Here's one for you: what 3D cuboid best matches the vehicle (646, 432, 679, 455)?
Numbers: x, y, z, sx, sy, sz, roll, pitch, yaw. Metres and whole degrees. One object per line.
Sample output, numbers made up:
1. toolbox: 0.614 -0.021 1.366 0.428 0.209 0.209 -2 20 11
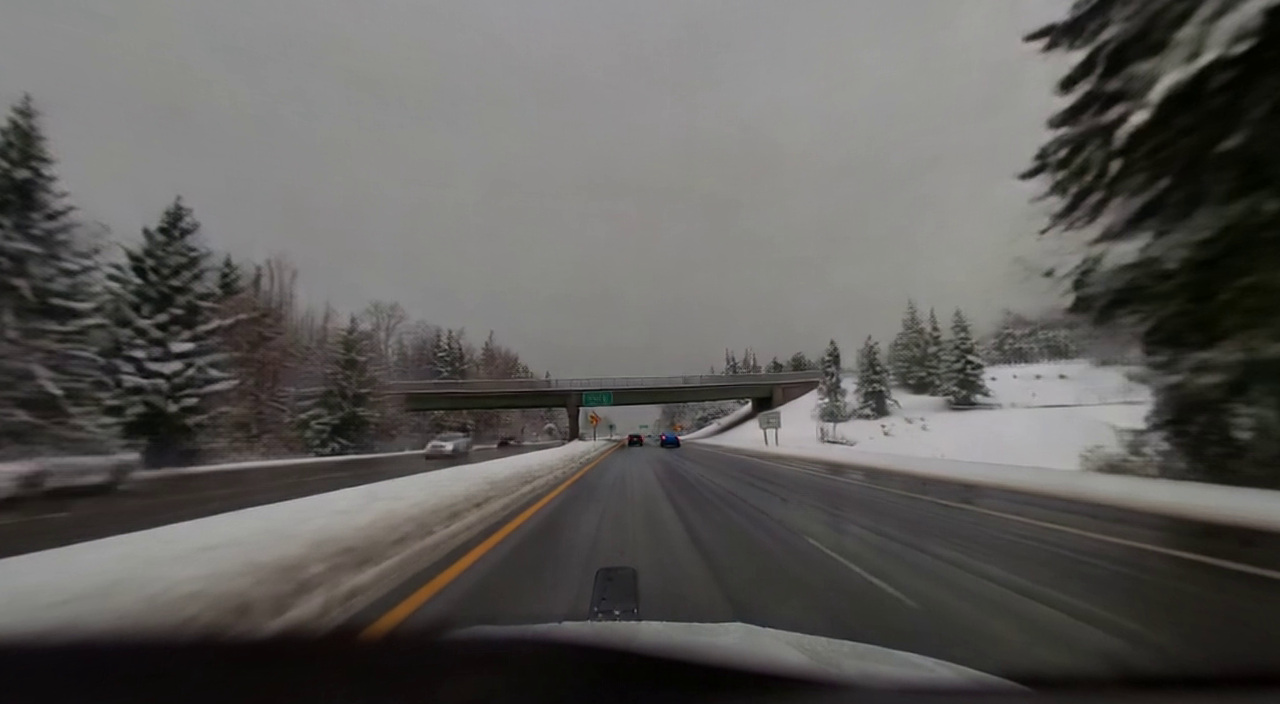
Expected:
1. vehicle: 1.509 6.233 43.087 1.981 1.490 3.449 0 -8 -3
